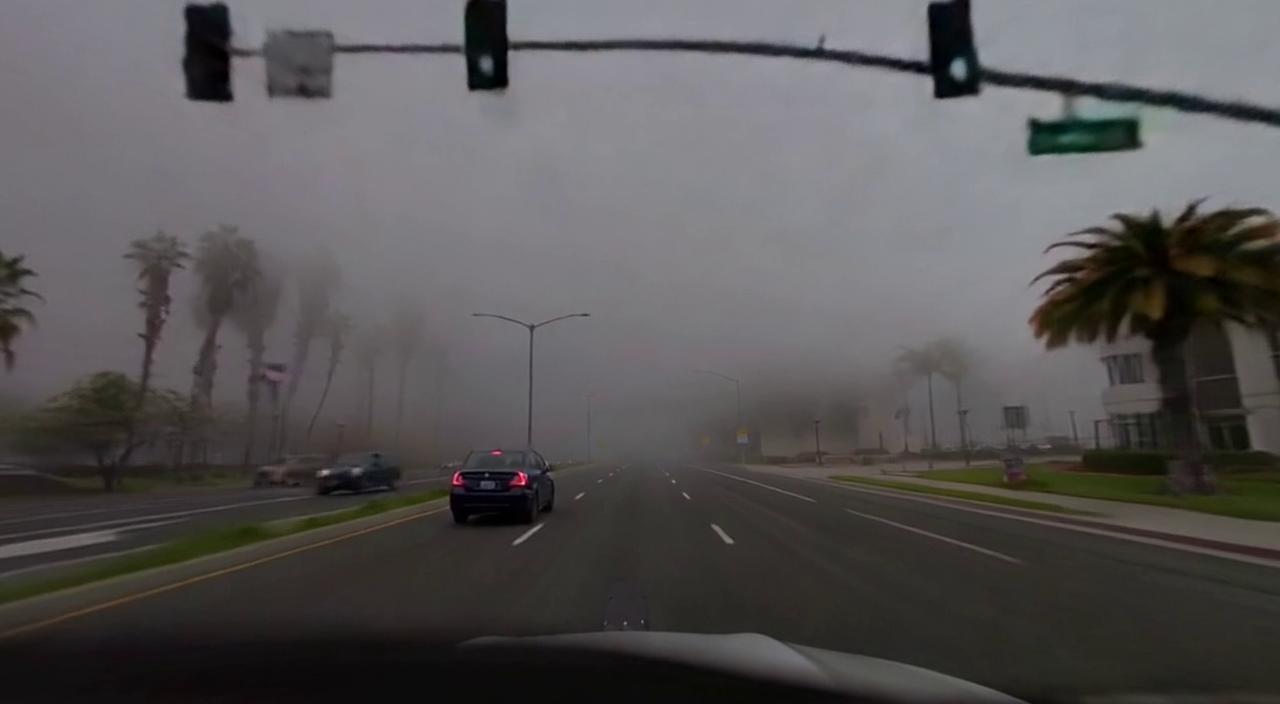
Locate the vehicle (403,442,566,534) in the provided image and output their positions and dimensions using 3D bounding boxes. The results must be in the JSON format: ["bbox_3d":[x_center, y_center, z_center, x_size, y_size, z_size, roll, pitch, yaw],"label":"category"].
[{"bbox_3d":[-2.956,2.699,13.273,2.162,1.549,4.795,0,-8,1],"label":"vehicle"}]

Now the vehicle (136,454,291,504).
[{"bbox_3d":[-14.636,4.362,22.065,2.064,1.475,4.681,0,-8,2],"label":"vehicle"}]

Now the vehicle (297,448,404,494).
[{"bbox_3d":[-11.277,4.623,24.916,2.134,1.623,4.279,0,-8,1],"label":"vehicle"}]
